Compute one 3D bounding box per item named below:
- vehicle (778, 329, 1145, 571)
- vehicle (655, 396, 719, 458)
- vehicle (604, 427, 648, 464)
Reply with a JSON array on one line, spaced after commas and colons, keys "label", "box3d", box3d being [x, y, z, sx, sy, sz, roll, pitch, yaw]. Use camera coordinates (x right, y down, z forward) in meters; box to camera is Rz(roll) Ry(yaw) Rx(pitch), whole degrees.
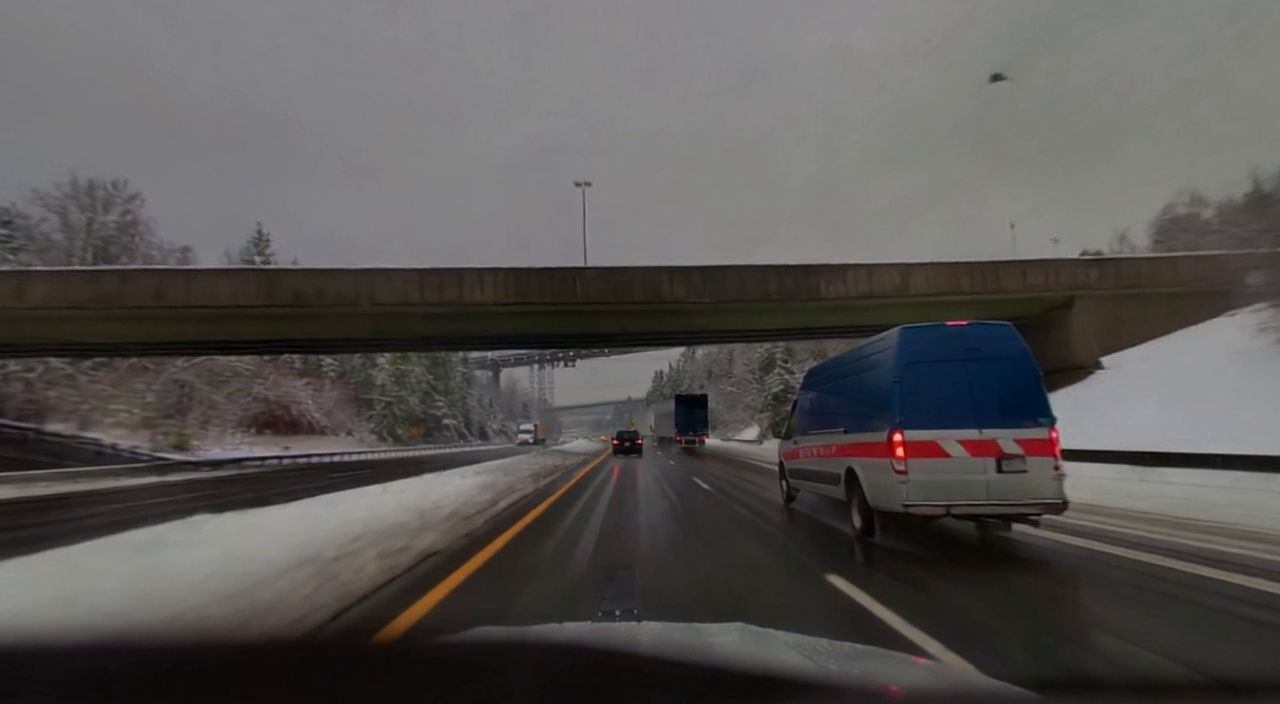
[{"label": "vehicle", "box3d": [3.946, 1.363, 9.317, 2.387, 2.506, 5.374, 0, -8, -2]}, {"label": "vehicle", "box3d": [3.019, 5.555, 45.875, 3.096, 3.759, 15.119, 0, -8, -2]}, {"label": "vehicle", "box3d": [-0.718, 4.647, 31.479, 2.073, 1.750, 4.116, 0, -8, -2]}]
